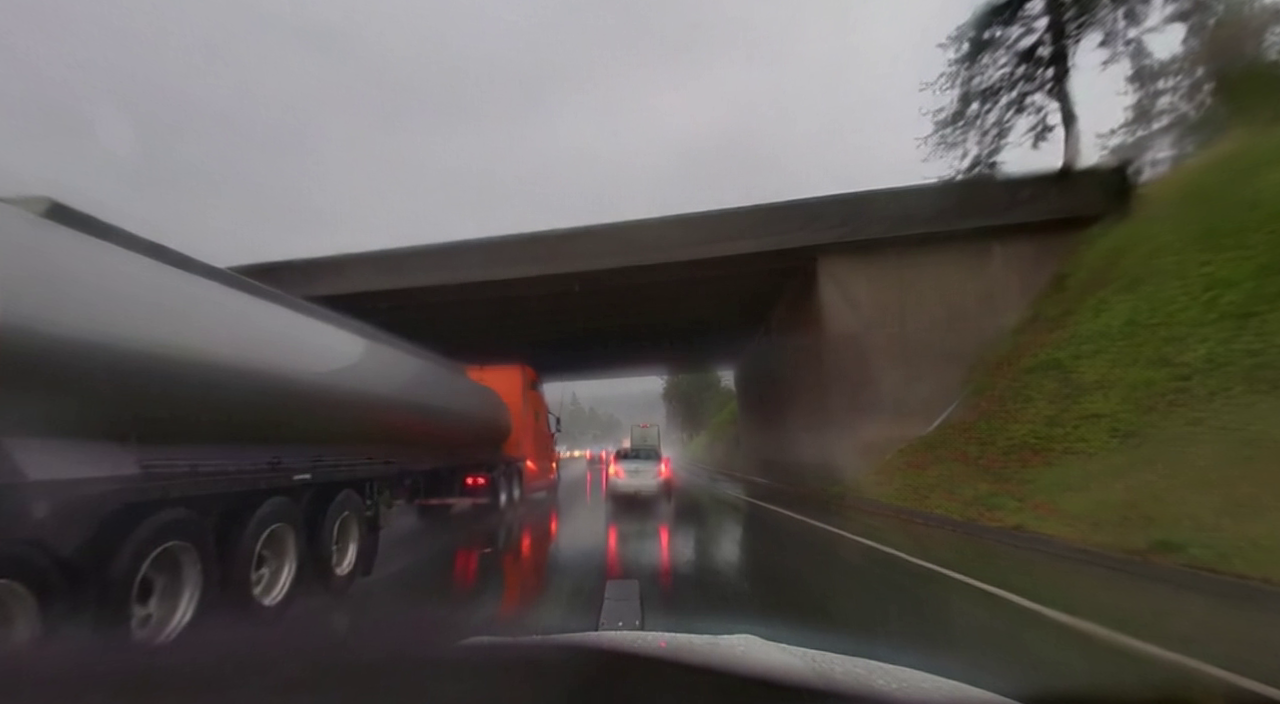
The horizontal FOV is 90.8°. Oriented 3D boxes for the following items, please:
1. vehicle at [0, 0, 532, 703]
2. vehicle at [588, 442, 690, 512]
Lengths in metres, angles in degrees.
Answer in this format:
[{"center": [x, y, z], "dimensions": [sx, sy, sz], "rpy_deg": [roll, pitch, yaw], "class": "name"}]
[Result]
[{"center": [-4.159, 0.874, 8.226], "dimensions": [2.896, 3.563, 14.643], "rpy_deg": [0, -9, 0], "class": "vehicle"}, {"center": [-0.009, 3.040, 15.879], "dimensions": [2.215, 1.481, 4.246], "rpy_deg": [0, -9, 0], "class": "vehicle"}]
